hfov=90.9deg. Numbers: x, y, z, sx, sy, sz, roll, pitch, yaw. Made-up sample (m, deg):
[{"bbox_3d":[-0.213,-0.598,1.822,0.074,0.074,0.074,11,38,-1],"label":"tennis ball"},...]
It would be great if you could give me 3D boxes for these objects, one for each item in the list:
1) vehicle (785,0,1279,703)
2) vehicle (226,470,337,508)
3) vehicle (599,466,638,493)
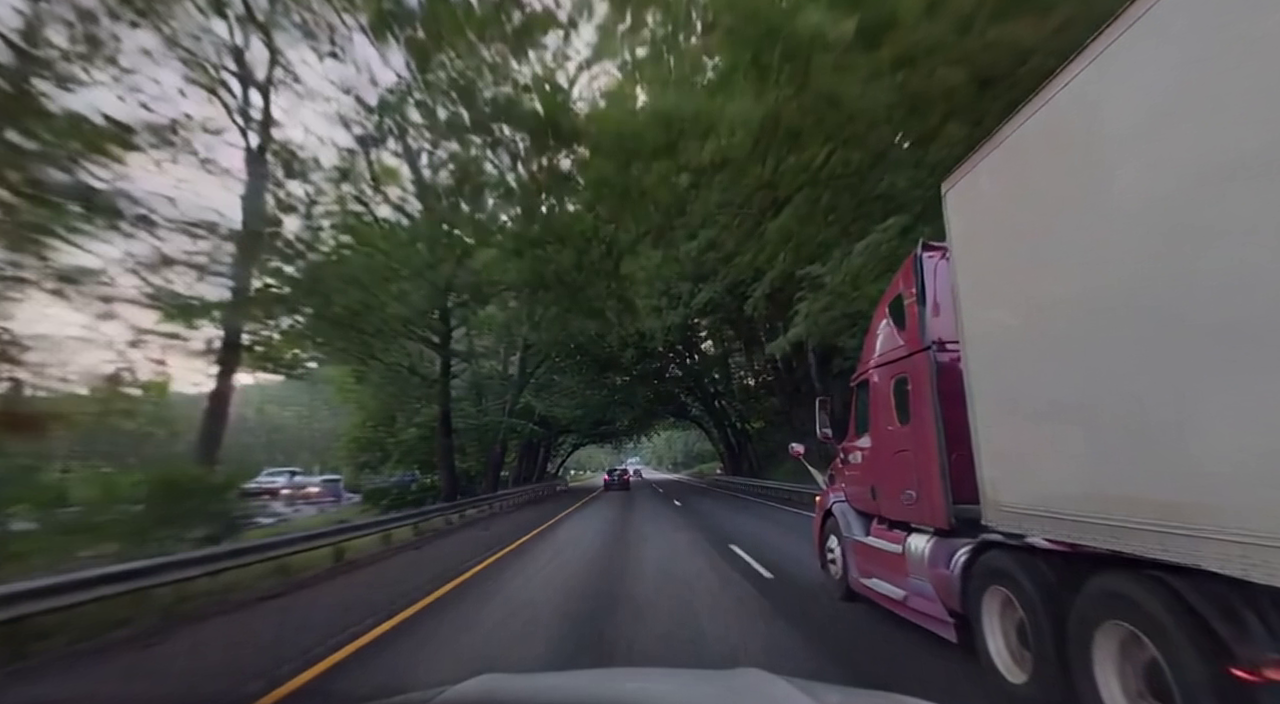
[{"bbox_3d":[3.588,0.048,3.988,3.019,4.226,9.221,1,-11,0],"label":"vehicle"},{"bbox_3d":[-15.399,5.904,27.436,1.913,1.435,5.140,1,-11,-2],"label":"vehicle"},{"bbox_3d":[-1.141,7.009,34.738,2.032,1.407,3.641,1,-11,-1],"label":"vehicle"}]
